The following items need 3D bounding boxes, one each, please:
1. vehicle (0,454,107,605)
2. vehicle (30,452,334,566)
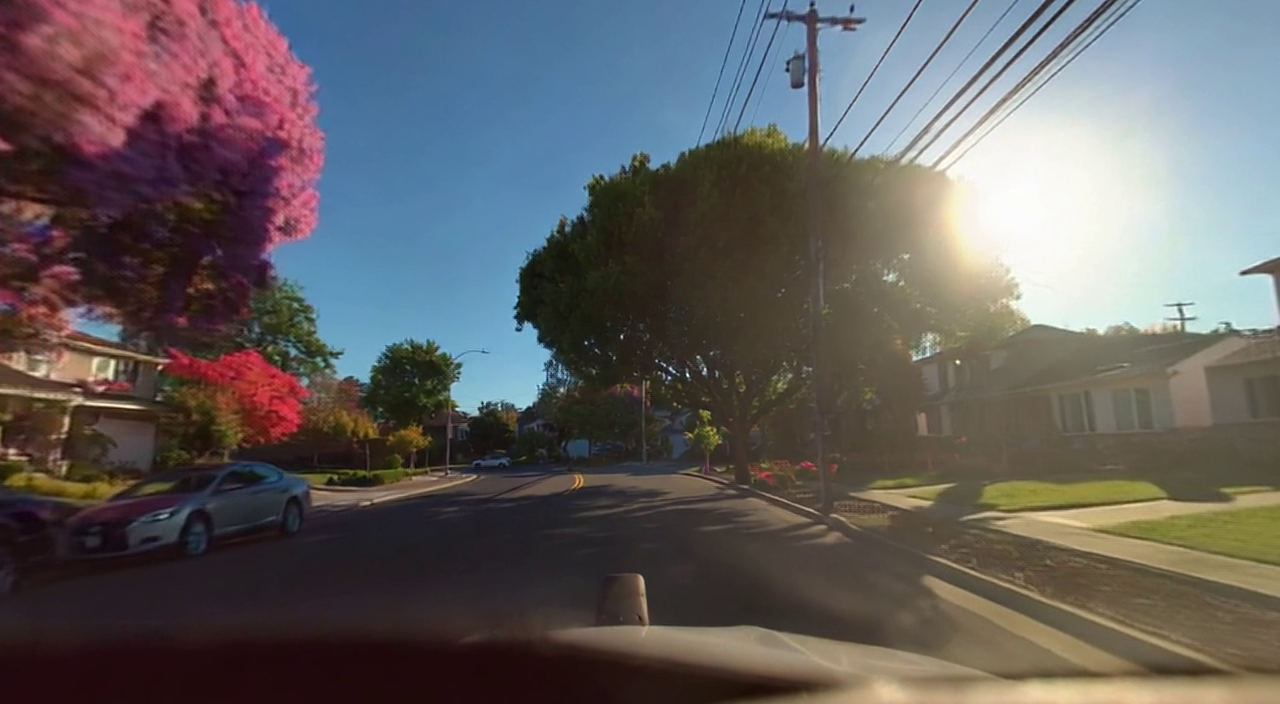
[{"bbox_3d":[-7.484,1.631,5.279,2.034,1.493,4.524,0,-9,1],"label":"vehicle"},{"bbox_3d":[-7.245,2.470,10.729,1.896,1.484,4.298,0,-9,1],"label":"vehicle"}]
